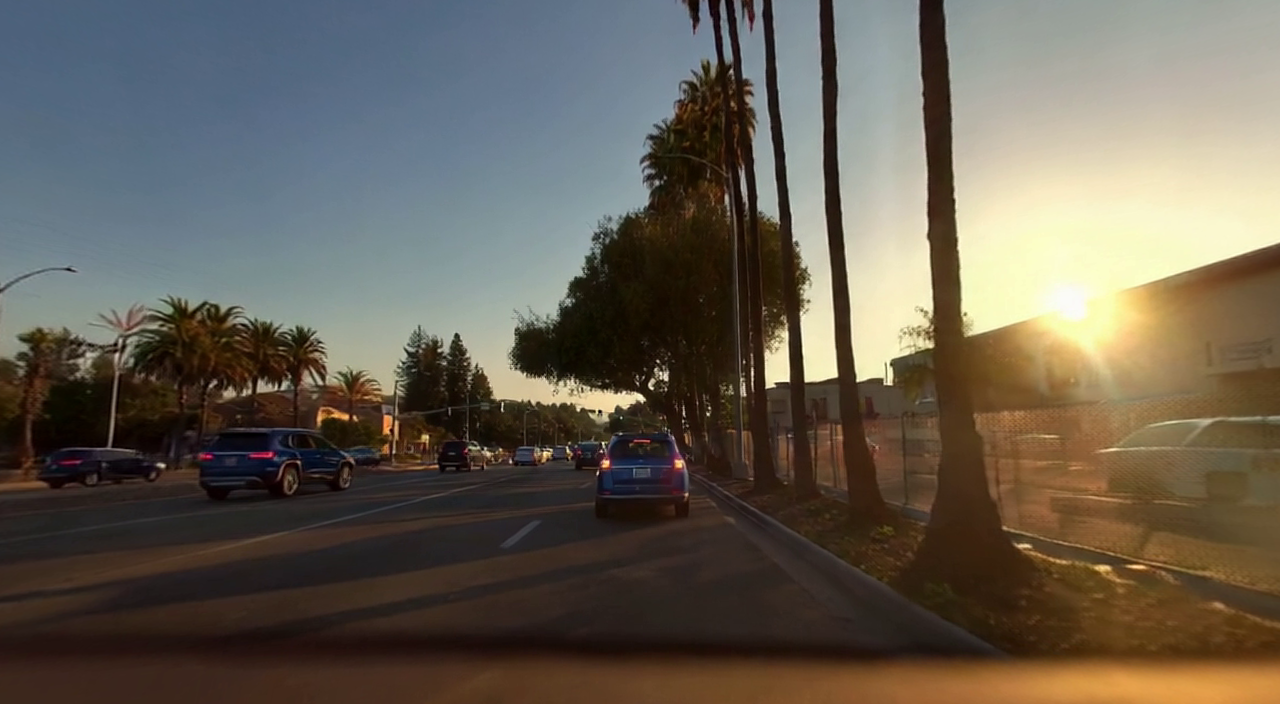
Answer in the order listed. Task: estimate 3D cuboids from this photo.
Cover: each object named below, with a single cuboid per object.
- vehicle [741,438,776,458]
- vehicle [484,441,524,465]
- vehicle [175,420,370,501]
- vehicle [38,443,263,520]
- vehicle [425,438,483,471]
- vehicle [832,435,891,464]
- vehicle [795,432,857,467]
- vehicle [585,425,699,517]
[{"bbox_3d":[9.130,7.441,48.779,1.929,1.496,4.245,0,-9,0],"label":"vehicle"},{"bbox_3d":[-10.471,7.808,48.768,1.998,1.731,4.952,0,-8,0],"label":"vehicle"},{"bbox_3d":[-10.016,3.011,17.852,2.269,1.934,5.350,0,-9,0],"label":"vehicle"},{"bbox_3d":[-10.032,2.639,13.265,1.924,1.384,3.426,0,-8,0],"label":"vehicle"},{"bbox_3d":[-10.588,5.851,36.055,1.965,1.743,4.327,0,-8,1],"label":"vehicle"},{"bbox_3d":[12.036,5.315,34.321,1.681,1.503,3.781,1,-9,-3],"label":"vehicle"},{"bbox_3d":[8.221,4.273,27.575,1.837,1.416,3.947,-4,-10,27],"label":"vehicle"},{"bbox_3d":[0.067,2.533,13.791,2.121,1.710,3.893,0,-9,1],"label":"vehicle"}]
